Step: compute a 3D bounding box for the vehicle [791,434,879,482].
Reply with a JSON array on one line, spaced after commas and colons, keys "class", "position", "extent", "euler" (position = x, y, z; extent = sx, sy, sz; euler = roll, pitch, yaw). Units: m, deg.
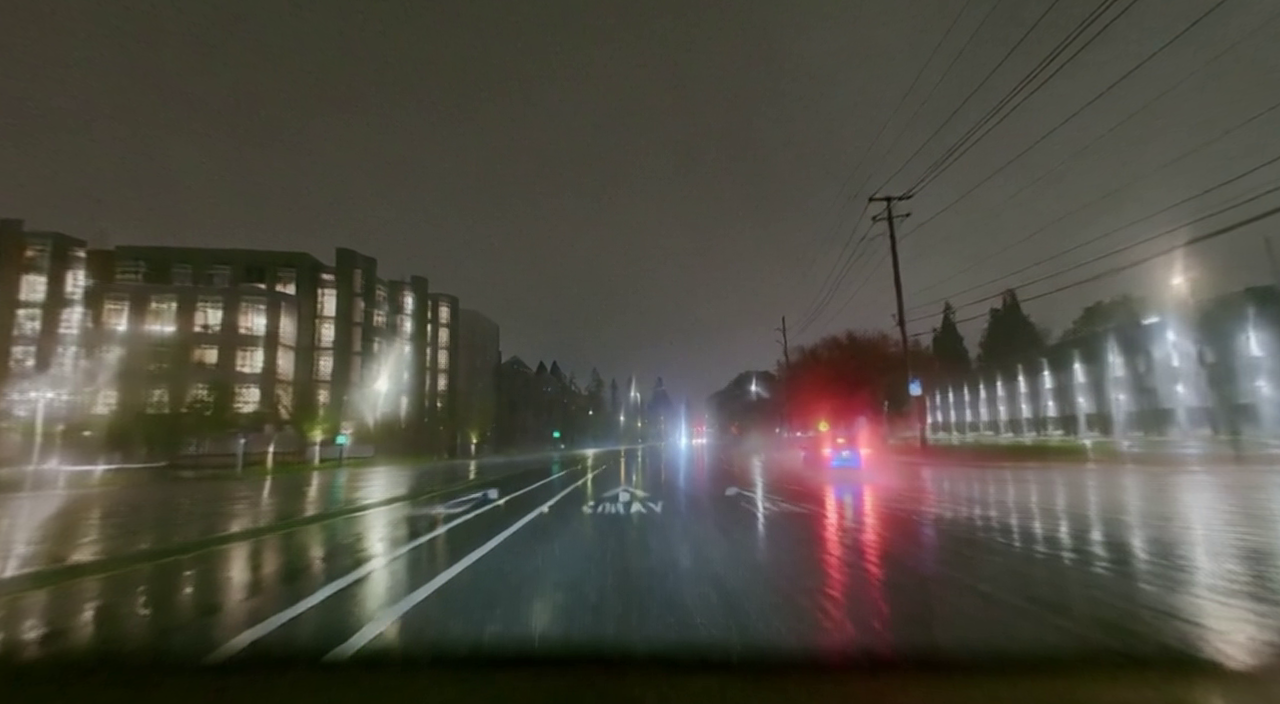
[{"class": "vehicle", "position": [6.590, 3.634, 21.747], "extent": [1.908, 1.476, 3.880], "euler": [0, -9, 2]}]
